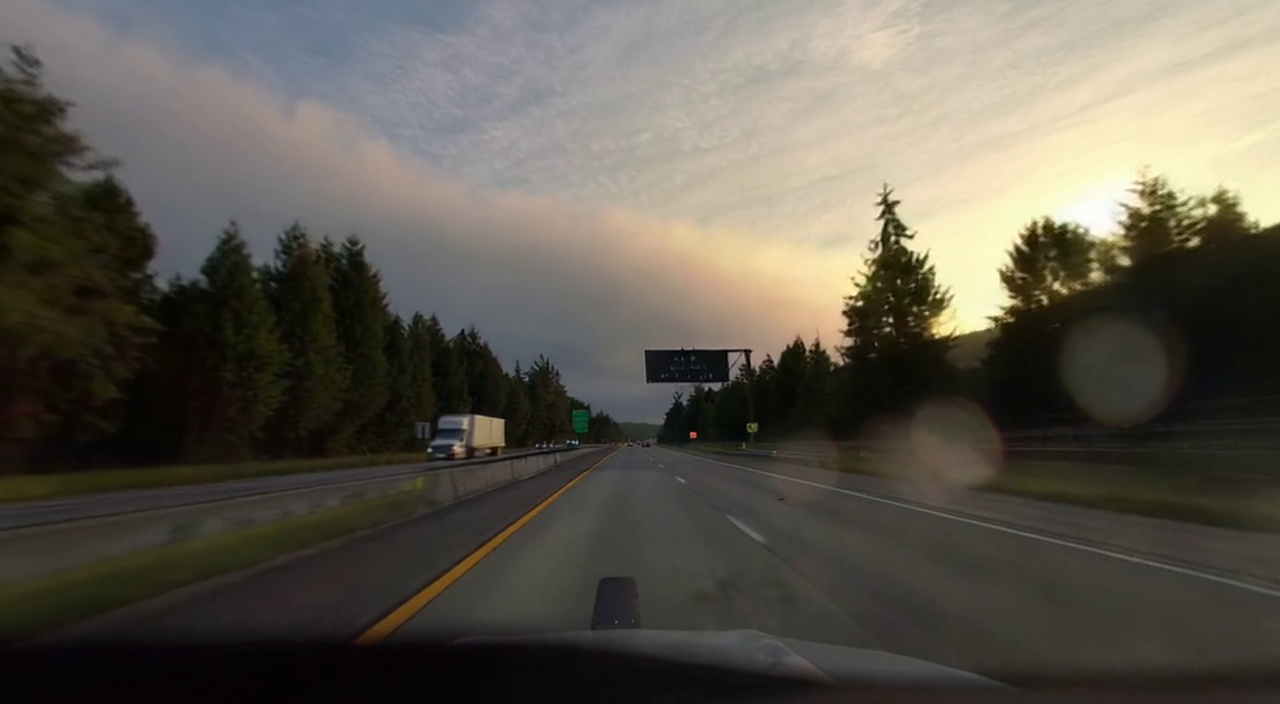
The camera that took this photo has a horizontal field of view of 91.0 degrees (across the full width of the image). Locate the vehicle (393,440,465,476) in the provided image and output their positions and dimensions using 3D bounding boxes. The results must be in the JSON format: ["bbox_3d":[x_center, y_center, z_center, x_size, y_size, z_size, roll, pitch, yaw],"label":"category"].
[{"bbox_3d":[-9.716,4.903,29.299,2.050,1.530,3.894,0,-8,-1],"label":"vehicle"}]

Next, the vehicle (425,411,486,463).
[{"bbox_3d":[-14.260,6.681,49.241,3.005,3.778,5.807,0,-8,-1],"label":"vehicle"}]
